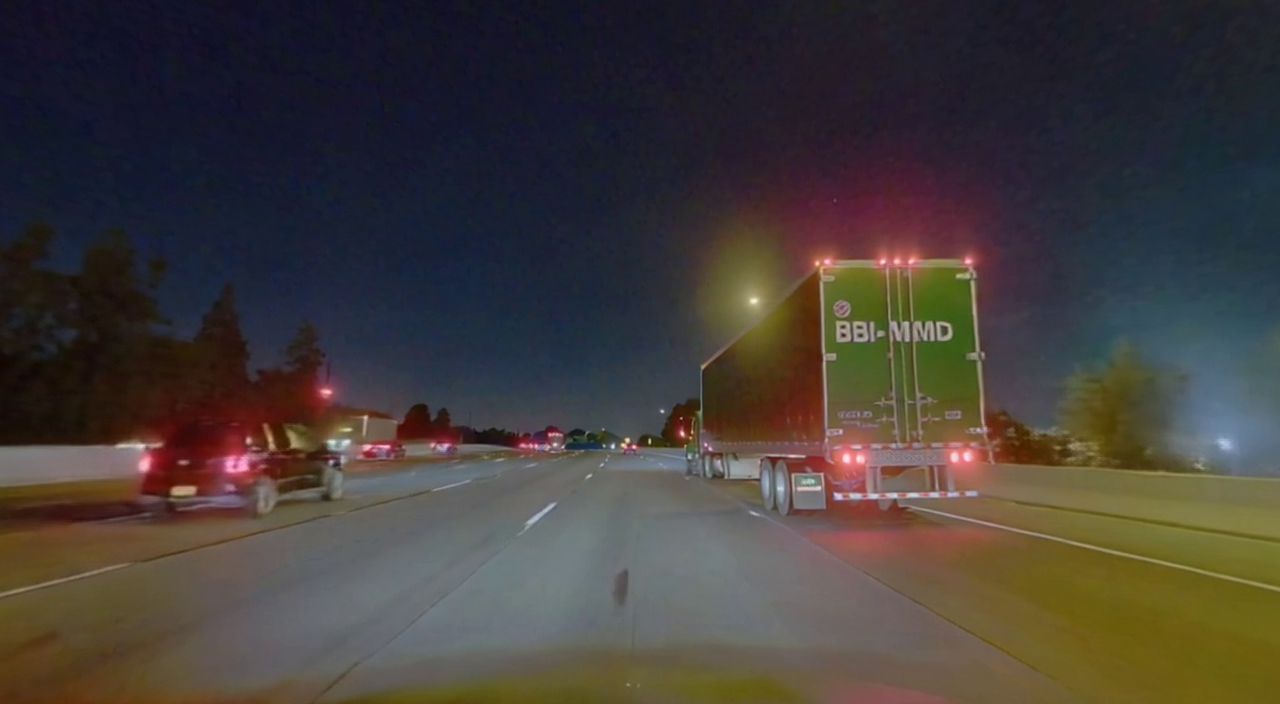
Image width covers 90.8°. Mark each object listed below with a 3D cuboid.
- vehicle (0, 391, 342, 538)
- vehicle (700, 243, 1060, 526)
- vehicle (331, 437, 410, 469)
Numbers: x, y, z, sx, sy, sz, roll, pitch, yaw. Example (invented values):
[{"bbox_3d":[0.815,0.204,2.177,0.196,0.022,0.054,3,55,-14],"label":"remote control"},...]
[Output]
[{"bbox_3d":[-7.439,1.832,10.826,2.100,1.905,5.119,0,-8,0],"label":"vehicle"},{"bbox_3d":[3.995,1.493,16.267,2.891,3.944,15.051,0,-8,-2],"label":"vehicle"},{"bbox_3d":[-14.630,5.513,34.683,1.970,1.618,5.364,0,-8,0],"label":"vehicle"}]
